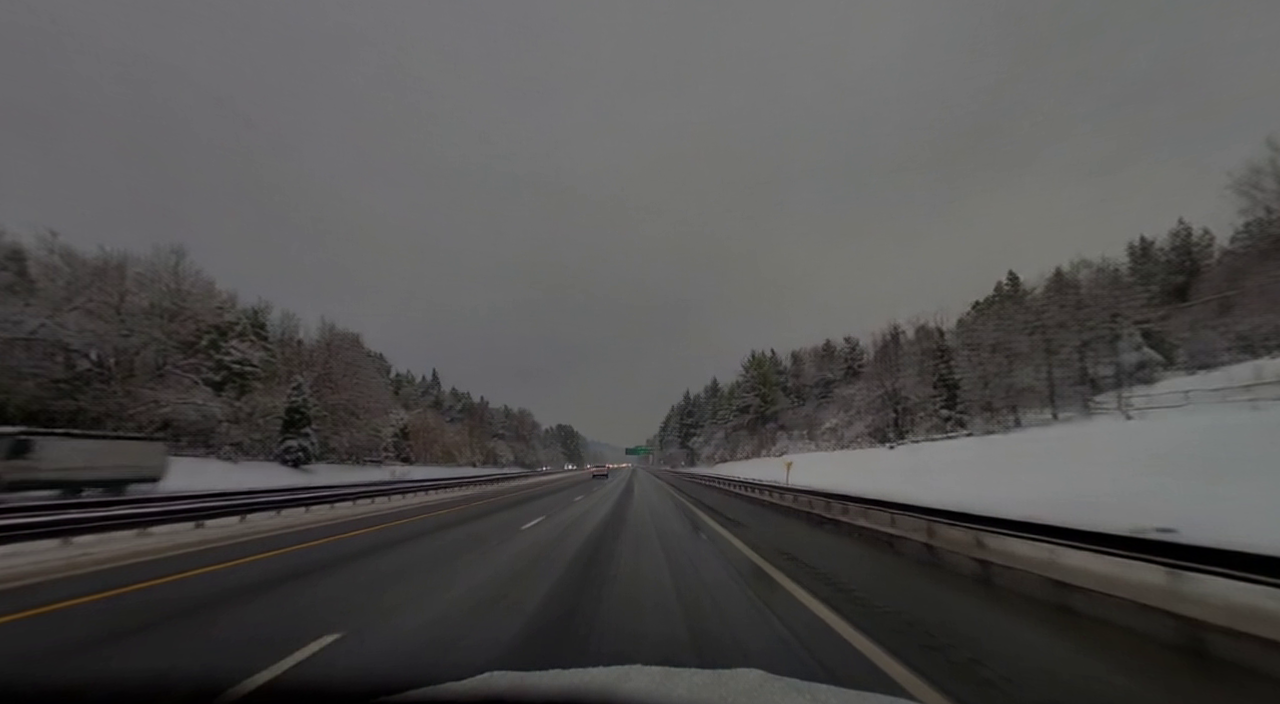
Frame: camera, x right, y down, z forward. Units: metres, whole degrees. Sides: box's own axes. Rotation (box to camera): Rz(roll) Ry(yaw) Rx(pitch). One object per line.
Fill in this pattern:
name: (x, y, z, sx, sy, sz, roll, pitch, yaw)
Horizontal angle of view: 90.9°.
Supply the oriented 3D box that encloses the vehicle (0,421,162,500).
vehicle: (-24.776, 4.711, 27.170, 2.567, 2.922, 7.116, 1, -11, 0)
